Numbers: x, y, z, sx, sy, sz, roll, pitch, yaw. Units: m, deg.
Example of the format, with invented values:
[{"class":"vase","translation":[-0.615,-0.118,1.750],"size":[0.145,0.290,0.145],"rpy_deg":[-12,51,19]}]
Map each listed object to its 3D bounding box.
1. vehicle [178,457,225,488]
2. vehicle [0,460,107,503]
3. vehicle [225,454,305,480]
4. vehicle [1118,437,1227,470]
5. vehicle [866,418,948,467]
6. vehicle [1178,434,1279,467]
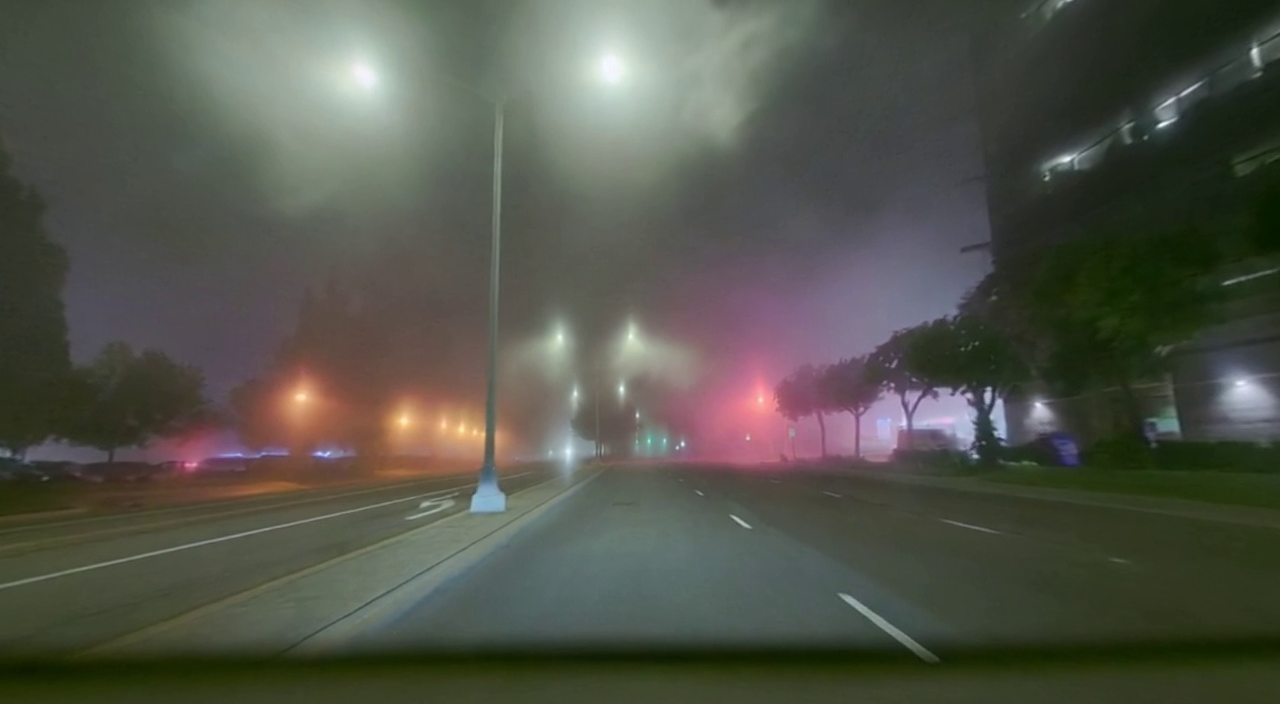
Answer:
[{"class":"vehicle","translation":[-26.896,7.334,38.892],"size":[1.969,1.682,4.542],"rpy_deg":[5,-10,-31]},{"class":"vehicle","translation":[-25.431,5.439,26.494],"size":[4.411,1.600,1.930],"rpy_deg":[8,-15,-44]},{"class":"vehicle","translation":[-27.994,8.557,47.220],"size":[4.879,1.724,2.086],"rpy_deg":[6,-10,-34]},{"class":"vehicle","translation":[30.972,5.910,36.824],"size":[4.407,1.545,2.014],"rpy_deg":[-4,-9,0]},{"class":"vehicle","translation":[19.183,6.765,46.057],"size":[2.630,3.176,8.459],"rpy_deg":[0,-10,3]},{"class":"vehicle","translation":[31.719,5.253,33.650],"size":[4.329,1.535,1.802],"rpy_deg":[-3,-10,-2]}]
